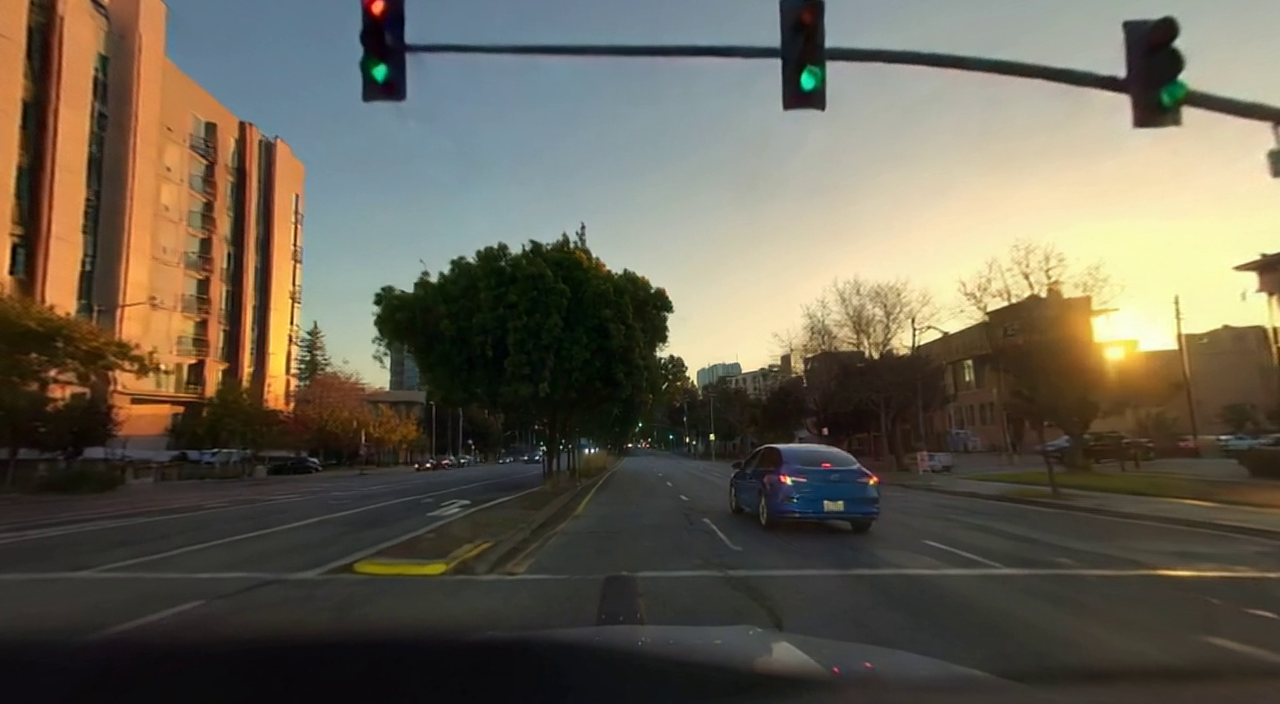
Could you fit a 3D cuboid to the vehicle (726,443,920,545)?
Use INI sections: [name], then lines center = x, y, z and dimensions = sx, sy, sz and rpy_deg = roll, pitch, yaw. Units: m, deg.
[vehicle]
center = 2.980, 2.412, 11.519
dimensions = 2.015, 1.455, 4.615
rpy_deg = 0, -9, -2
